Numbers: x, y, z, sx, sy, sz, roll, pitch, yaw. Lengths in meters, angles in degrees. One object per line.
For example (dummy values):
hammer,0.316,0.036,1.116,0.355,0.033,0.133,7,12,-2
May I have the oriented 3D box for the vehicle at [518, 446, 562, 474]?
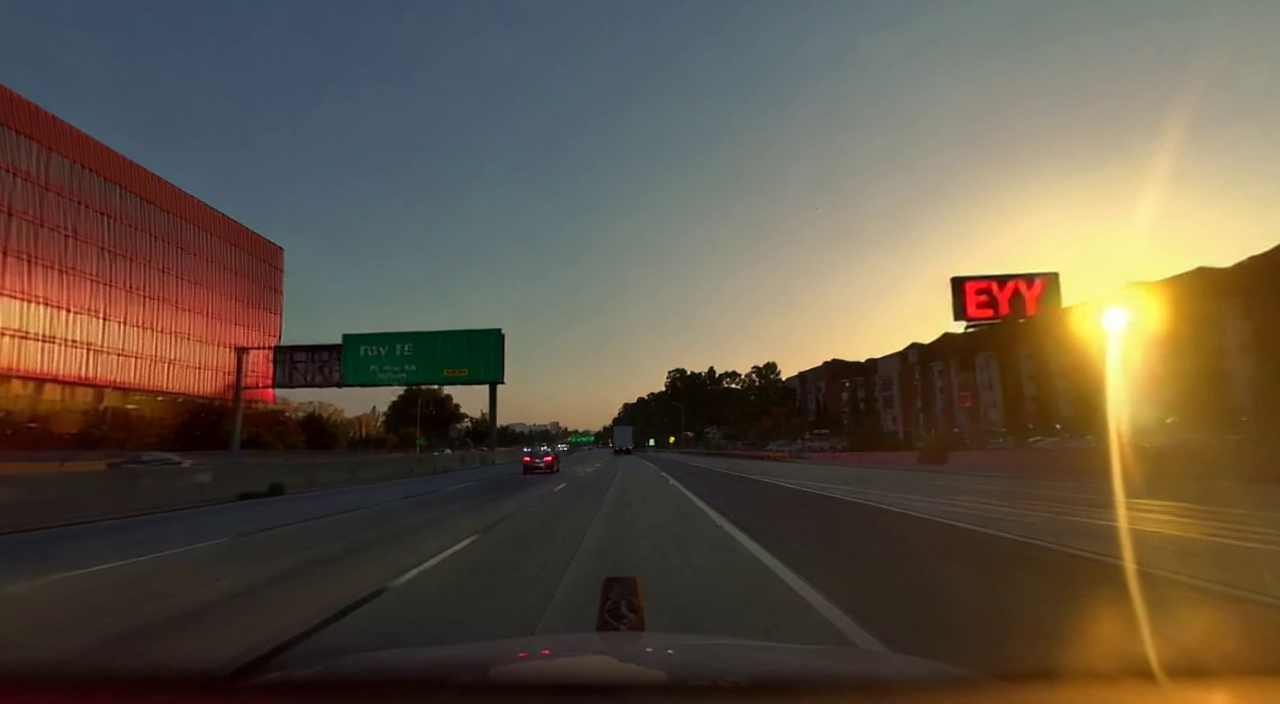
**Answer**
vehicle,-5.815,6.313,37.014,1.943,1.510,4.201,0,-9,-1
